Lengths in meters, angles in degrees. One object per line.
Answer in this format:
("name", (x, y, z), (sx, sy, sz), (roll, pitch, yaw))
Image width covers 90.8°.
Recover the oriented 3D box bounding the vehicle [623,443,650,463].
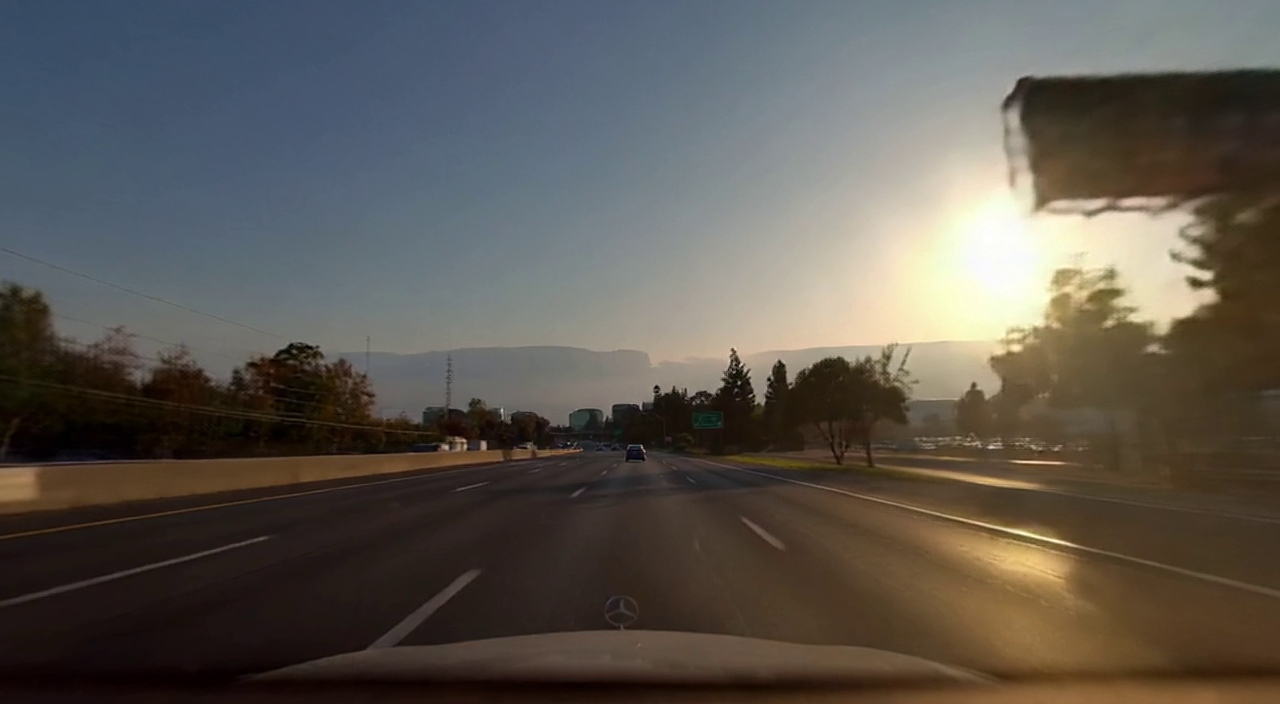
("vehicle", (-0.292, 7.778, 48.592), (2.025, 1.460, 4.189), (0, -8, -1))
